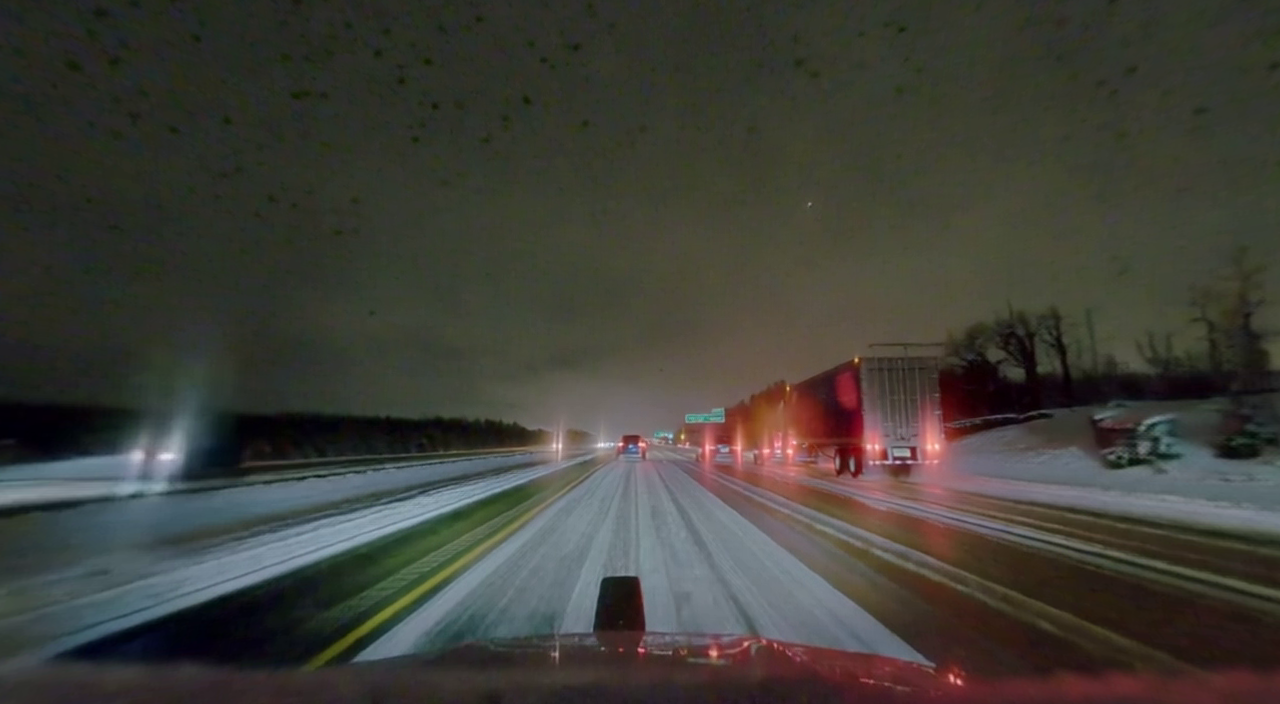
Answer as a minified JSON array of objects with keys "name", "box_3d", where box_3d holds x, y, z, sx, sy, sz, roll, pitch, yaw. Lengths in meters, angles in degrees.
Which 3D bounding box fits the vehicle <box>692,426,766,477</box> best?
[{"name":"vehicle","box_3d":[3.475,4.042,25.597,2.269,1.839,4.554,1,-9,-1]}]

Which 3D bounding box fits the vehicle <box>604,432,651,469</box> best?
[{"name":"vehicle","box_3d":[-0.528,4.858,31.043,2.142,1.664,4.076,0,-9,1]}]
